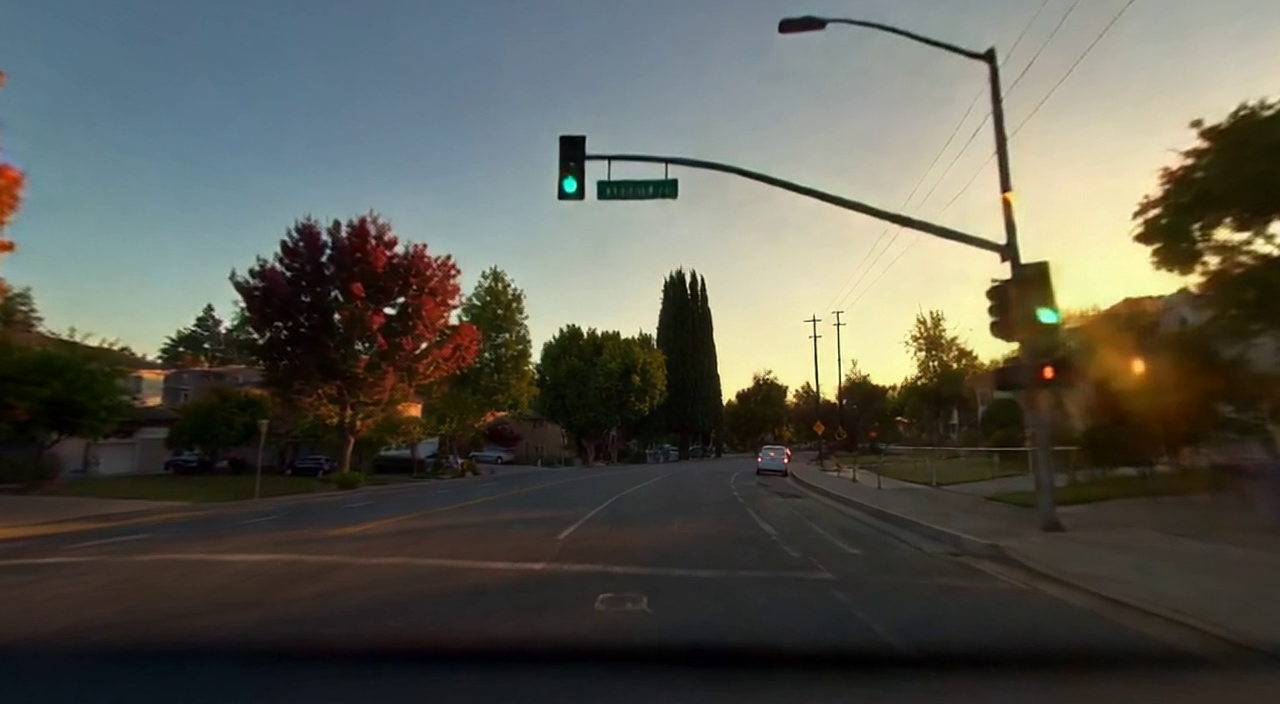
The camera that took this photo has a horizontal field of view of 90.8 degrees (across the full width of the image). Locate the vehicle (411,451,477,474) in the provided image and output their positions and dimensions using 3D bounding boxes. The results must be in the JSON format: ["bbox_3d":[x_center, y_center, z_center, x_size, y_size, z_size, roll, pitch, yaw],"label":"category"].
[{"bbox_3d":[-14.395,8.084,46.383,4.284,1.549,1.828,-3,-9,17],"label":"vehicle"}]

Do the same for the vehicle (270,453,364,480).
[{"bbox_3d":[-18.942,6.698,37.133,4.658,1.482,1.879,-2,-9,11],"label":"vehicle"}]

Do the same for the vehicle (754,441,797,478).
[{"bbox_3d":[7.005,5.550,32.902,1.989,1.782,4.351,-2,-9,10],"label":"vehicle"}]
